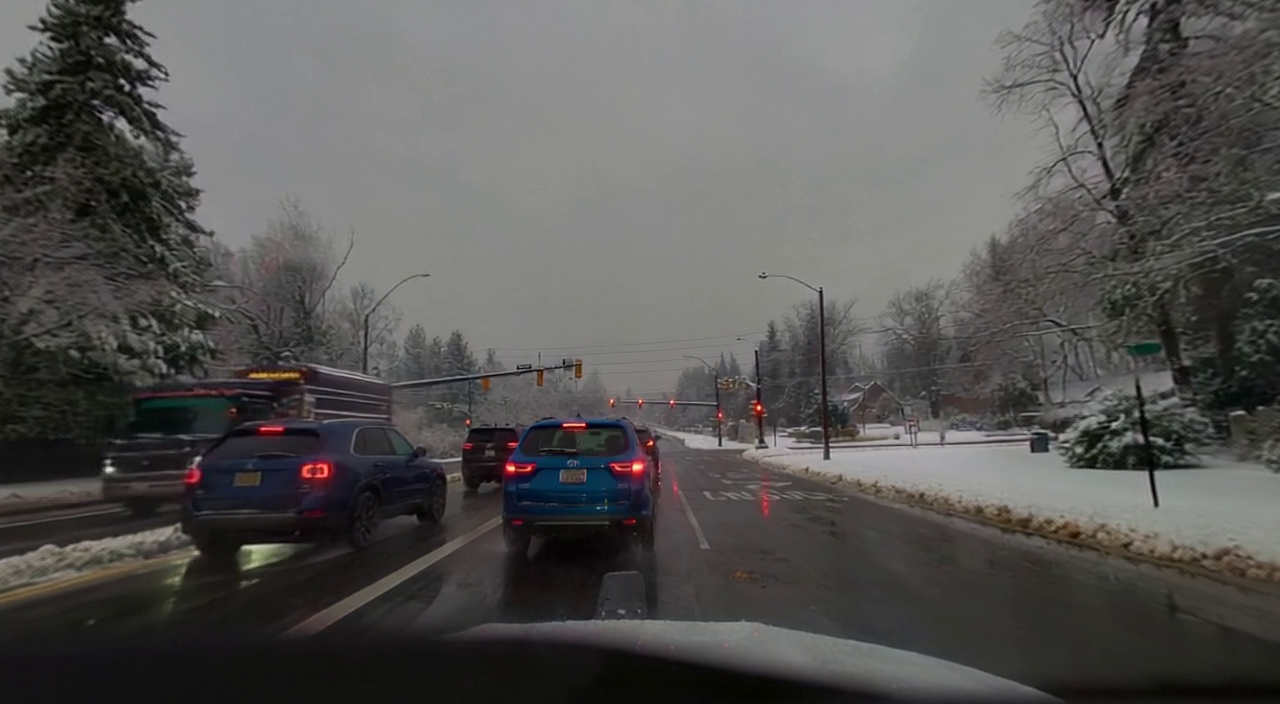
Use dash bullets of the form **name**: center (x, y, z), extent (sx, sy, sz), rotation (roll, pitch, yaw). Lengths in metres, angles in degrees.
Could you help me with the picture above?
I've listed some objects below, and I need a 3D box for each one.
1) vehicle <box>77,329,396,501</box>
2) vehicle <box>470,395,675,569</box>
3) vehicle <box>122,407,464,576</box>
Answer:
- **vehicle**: center (-11.801, 2.303, 20.749), extent (3.107, 4.149, 11.028), rotation (0, -8, 0)
- **vehicle**: center (-0.635, 1.718, 9.148), extent (2.131, 1.793, 5.016), rotation (0, -8, 2)
- **vehicle**: center (-4.104, 1.722, 8.592), extent (2.009, 1.673, 4.454), rotation (0, -8, 1)
